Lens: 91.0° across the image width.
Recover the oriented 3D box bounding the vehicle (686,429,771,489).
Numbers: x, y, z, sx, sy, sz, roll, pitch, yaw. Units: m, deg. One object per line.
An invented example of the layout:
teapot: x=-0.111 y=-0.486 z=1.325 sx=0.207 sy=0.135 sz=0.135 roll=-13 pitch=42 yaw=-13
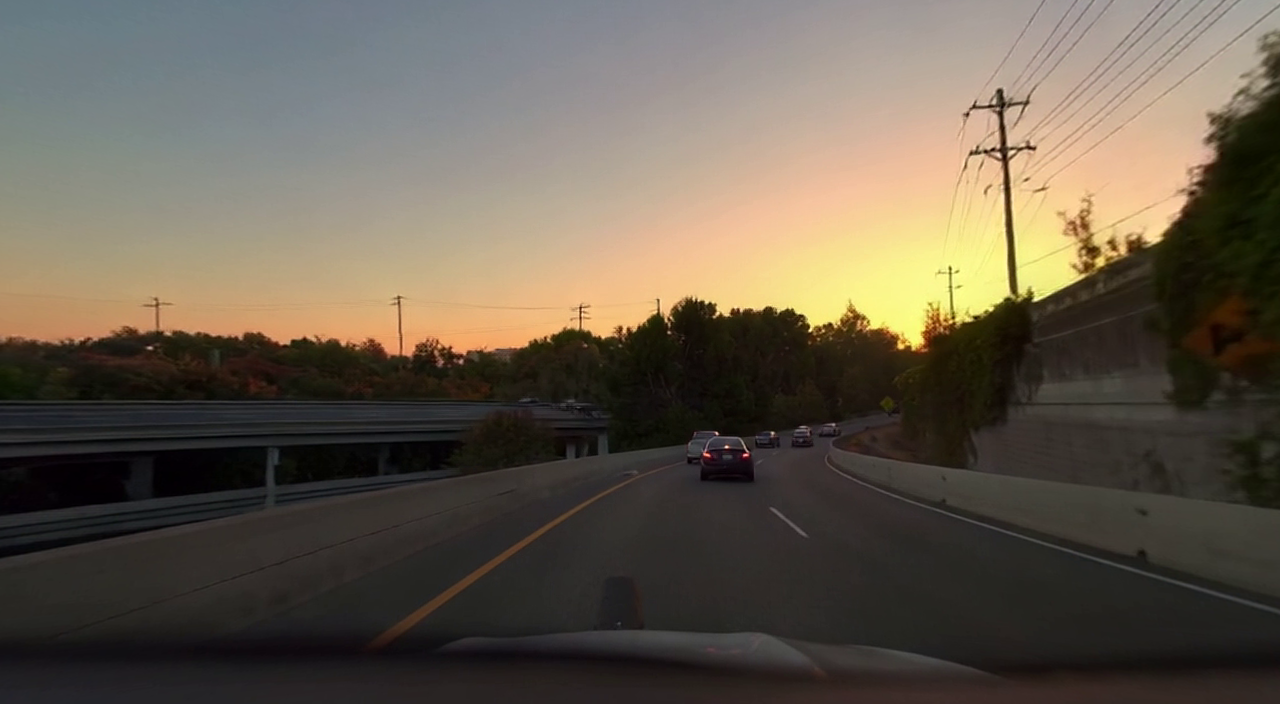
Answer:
vehicle: x=2.495 y=3.023 z=18.077 sx=2.091 sy=1.482 sz=4.321 roll=-1 pitch=-8 yaw=7

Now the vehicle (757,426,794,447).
vehicle: x=10.401 y=6.458 z=48.039 sx=1.931 sy=1.485 sz=4.191 roll=-4 pitch=-9 yaw=23
